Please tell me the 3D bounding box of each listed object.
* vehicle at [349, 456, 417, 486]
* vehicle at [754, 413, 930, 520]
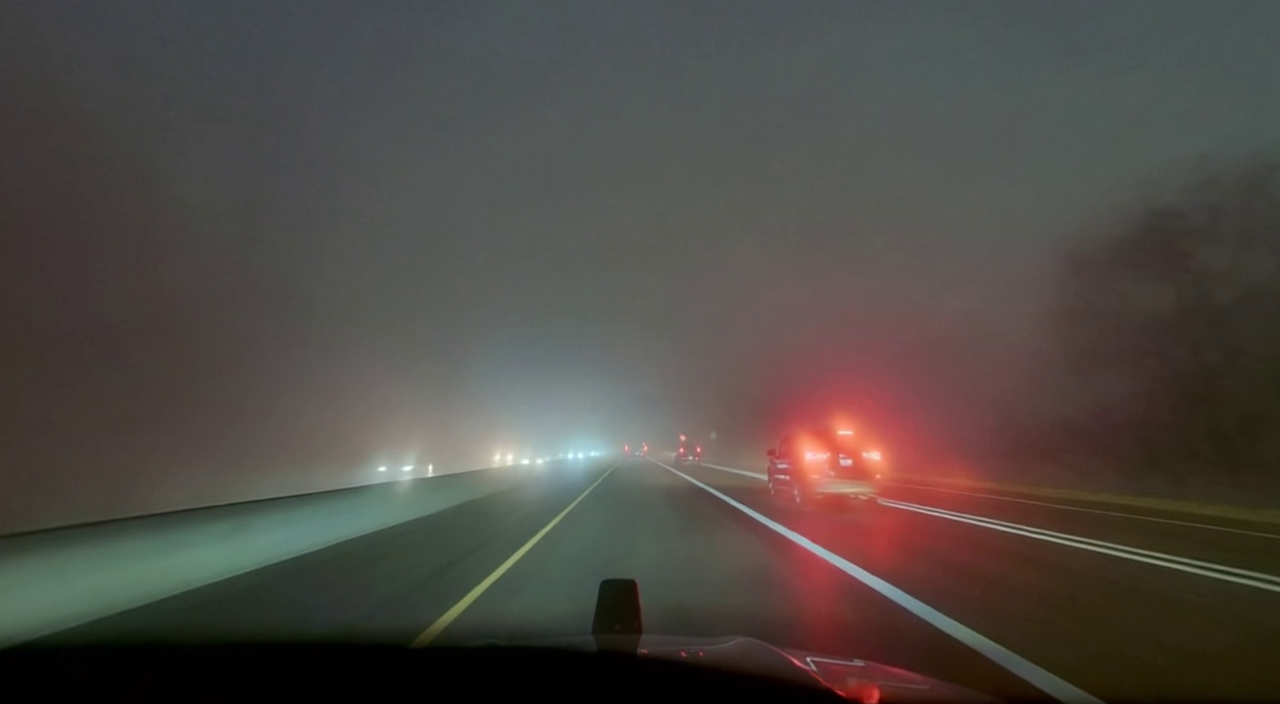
[{"bbox_3d":[-14.005,6.503,34.450,1.890,1.465,4.346,0,-9,0],"label":"vehicle"},{"bbox_3d":[4.163,2.502,14.093,2.177,1.914,5.245,0,-9,0],"label":"vehicle"}]
